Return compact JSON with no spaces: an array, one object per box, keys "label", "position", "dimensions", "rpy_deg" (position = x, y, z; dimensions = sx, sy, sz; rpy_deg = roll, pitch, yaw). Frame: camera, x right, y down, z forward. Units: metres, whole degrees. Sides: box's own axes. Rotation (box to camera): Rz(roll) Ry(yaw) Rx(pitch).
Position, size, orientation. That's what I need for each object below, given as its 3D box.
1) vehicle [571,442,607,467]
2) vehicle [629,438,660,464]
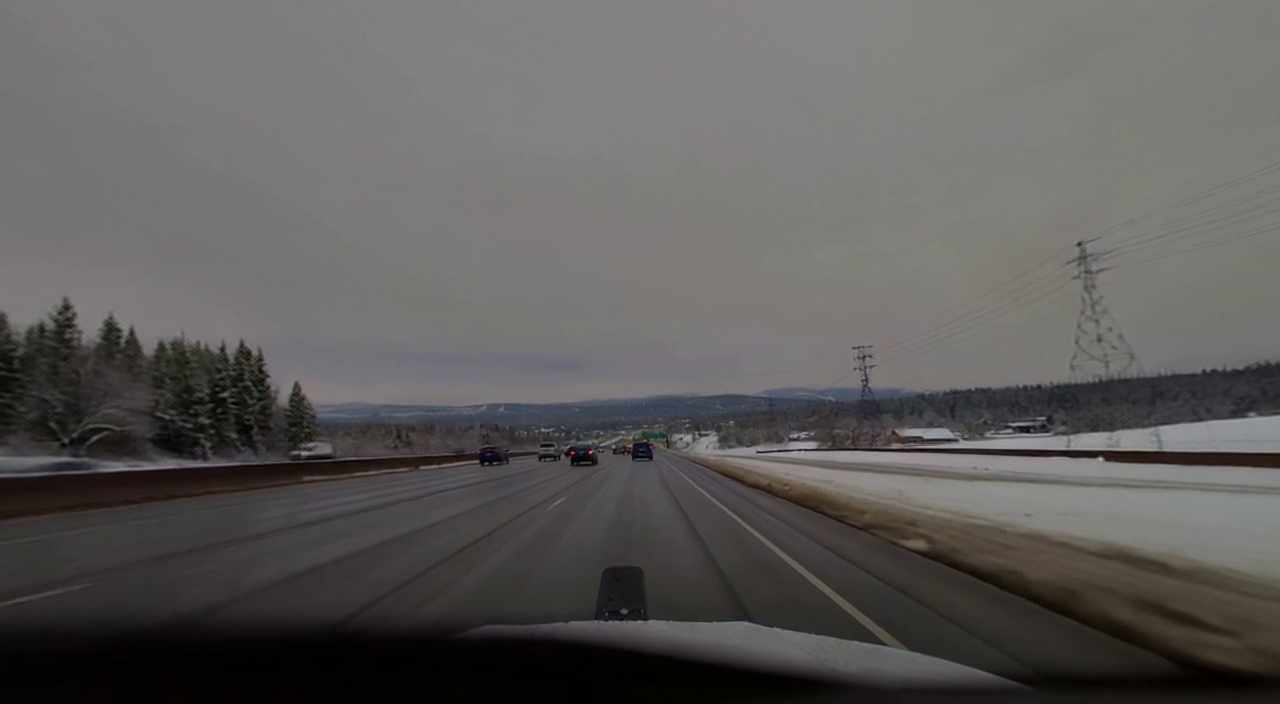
[{"label":"vehicle","position":[-3.372,6.882,42.441],"dimensions":[1.967,1.517,4.808],"rpy_deg":[0,-9,0]},{"label":"vehicle","position":[0.288,7.302,46.600],"dimensions":[2.194,1.737,4.127],"rpy_deg":[0,-9,-1]}]
